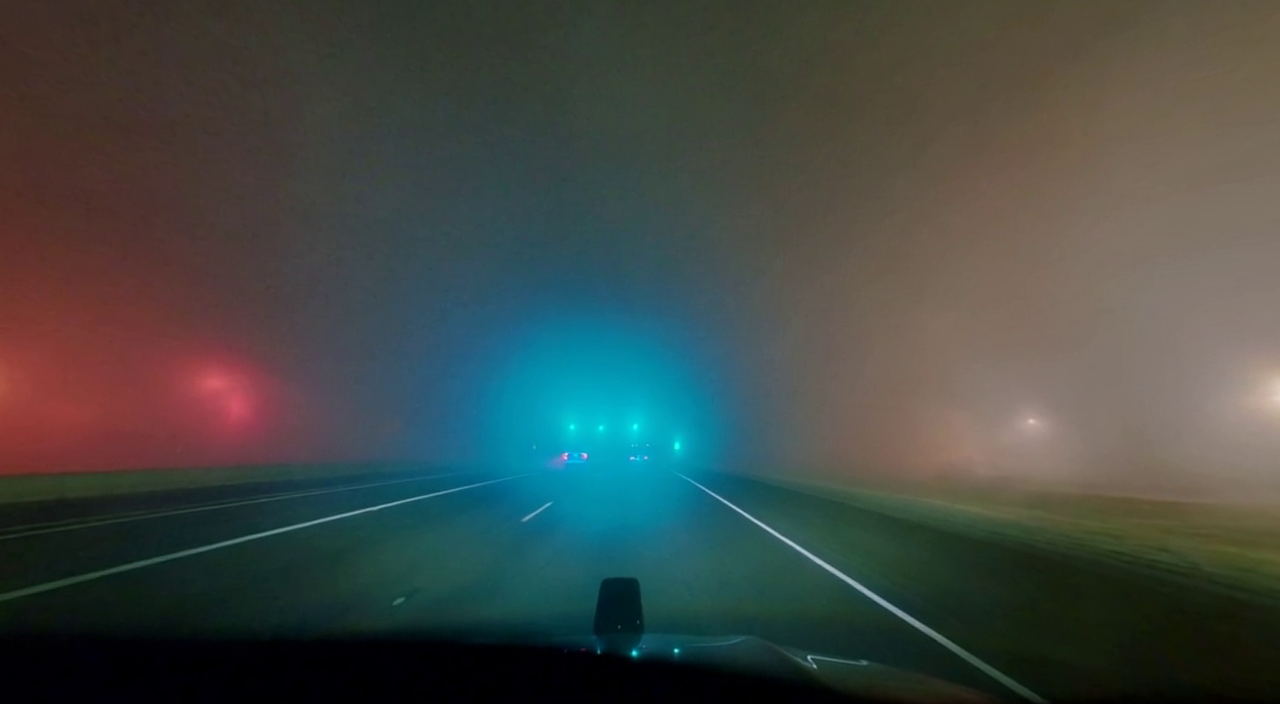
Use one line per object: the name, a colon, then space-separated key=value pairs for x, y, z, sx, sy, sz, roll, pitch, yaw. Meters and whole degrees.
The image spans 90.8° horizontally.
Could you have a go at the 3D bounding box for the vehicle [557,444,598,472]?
vehicle: x=-4.238 y=7.333 z=43.881 sx=2.272 sy=1.759 sz=5.058 roll=0 pitch=-9 yaw=1
